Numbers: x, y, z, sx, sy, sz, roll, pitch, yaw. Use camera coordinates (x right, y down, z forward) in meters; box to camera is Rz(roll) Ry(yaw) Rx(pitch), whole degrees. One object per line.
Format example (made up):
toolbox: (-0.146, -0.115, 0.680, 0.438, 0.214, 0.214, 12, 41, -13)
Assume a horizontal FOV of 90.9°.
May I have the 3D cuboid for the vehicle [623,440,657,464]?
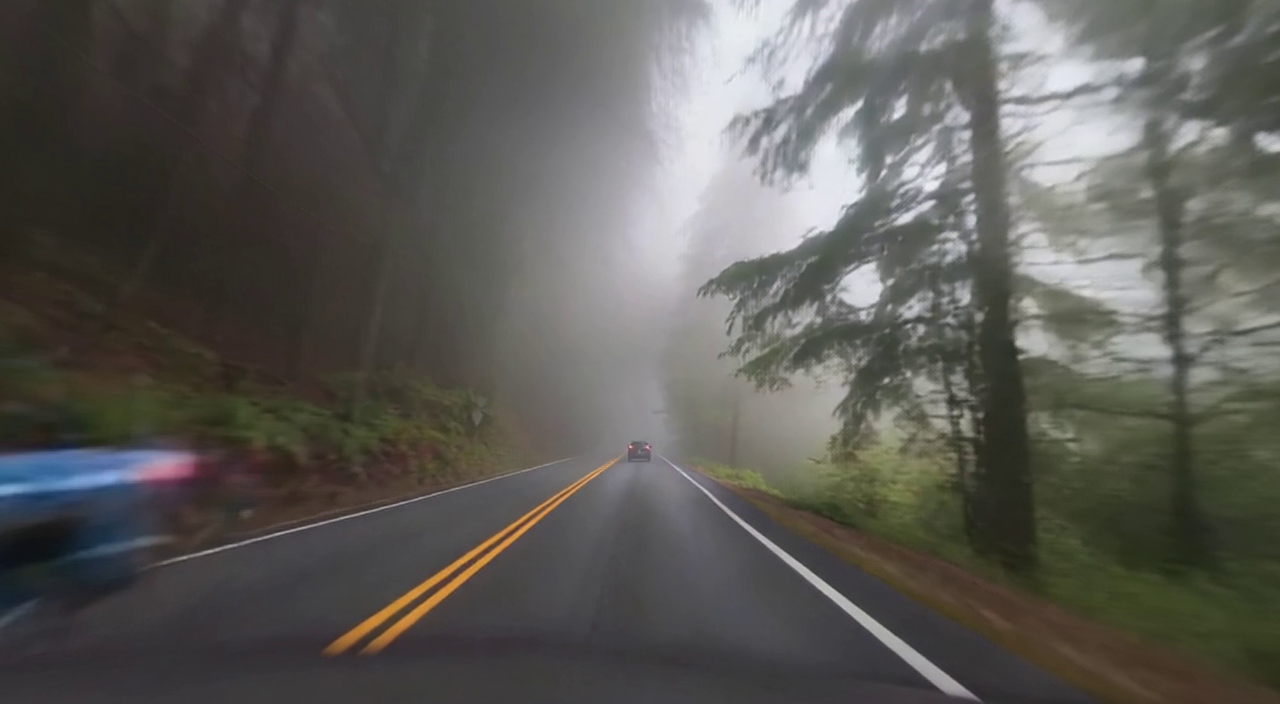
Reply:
vehicle: (-0.007, 6.513, 41.348, 2.120, 1.491, 4.349, 0, -8, 0)
